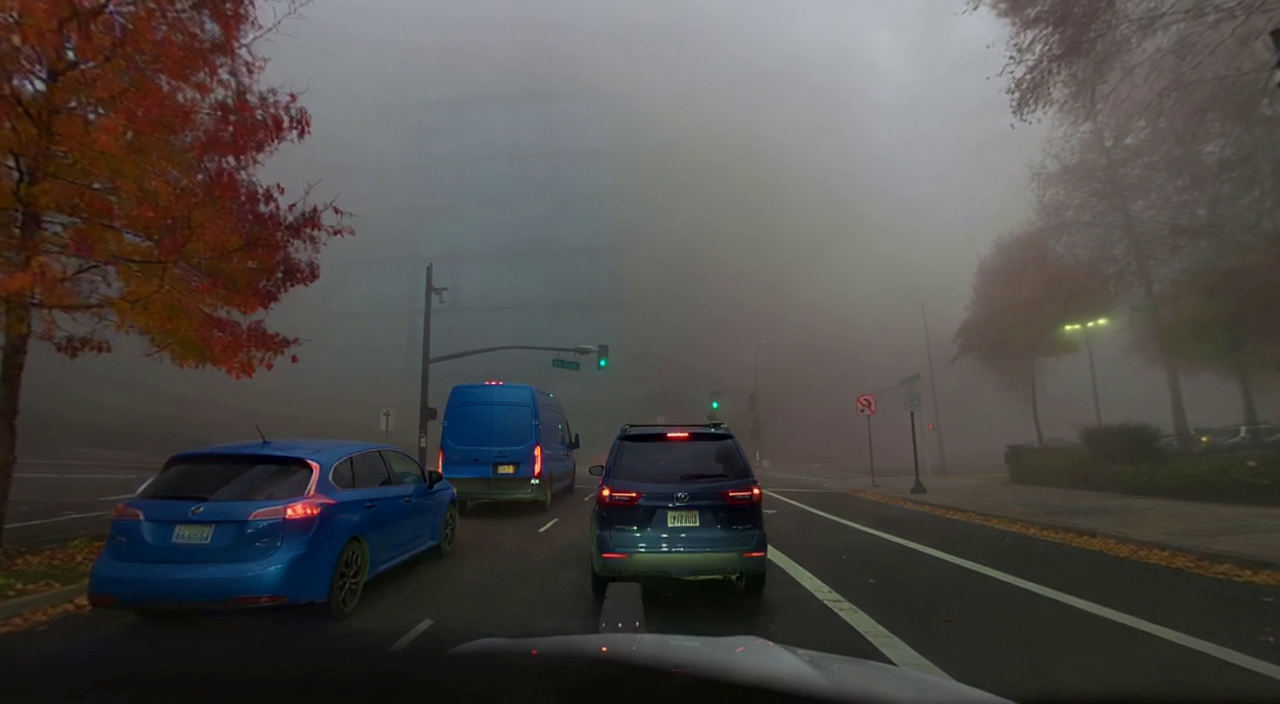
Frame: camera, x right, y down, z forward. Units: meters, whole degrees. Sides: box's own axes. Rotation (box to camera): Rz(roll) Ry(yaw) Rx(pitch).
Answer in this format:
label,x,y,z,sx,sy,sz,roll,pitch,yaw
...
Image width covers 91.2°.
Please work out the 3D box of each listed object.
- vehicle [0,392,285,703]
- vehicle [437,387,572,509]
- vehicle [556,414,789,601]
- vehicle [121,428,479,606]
label,x,y,z,sx,sy,sz,roll,pitch,yaw
vehicle,-2.908,0.820,1.517,1.893,1.491,3.798,0,-9,-1
vehicle,-3.265,2.529,16.612,2.343,2.635,5.684,0,-9,0
vehicle,0.195,1.606,7.224,1.979,1.562,3.630,0,-9,-3
vehicle,-3.481,1.756,7.566,1.955,1.499,4.223,0,-9,0
